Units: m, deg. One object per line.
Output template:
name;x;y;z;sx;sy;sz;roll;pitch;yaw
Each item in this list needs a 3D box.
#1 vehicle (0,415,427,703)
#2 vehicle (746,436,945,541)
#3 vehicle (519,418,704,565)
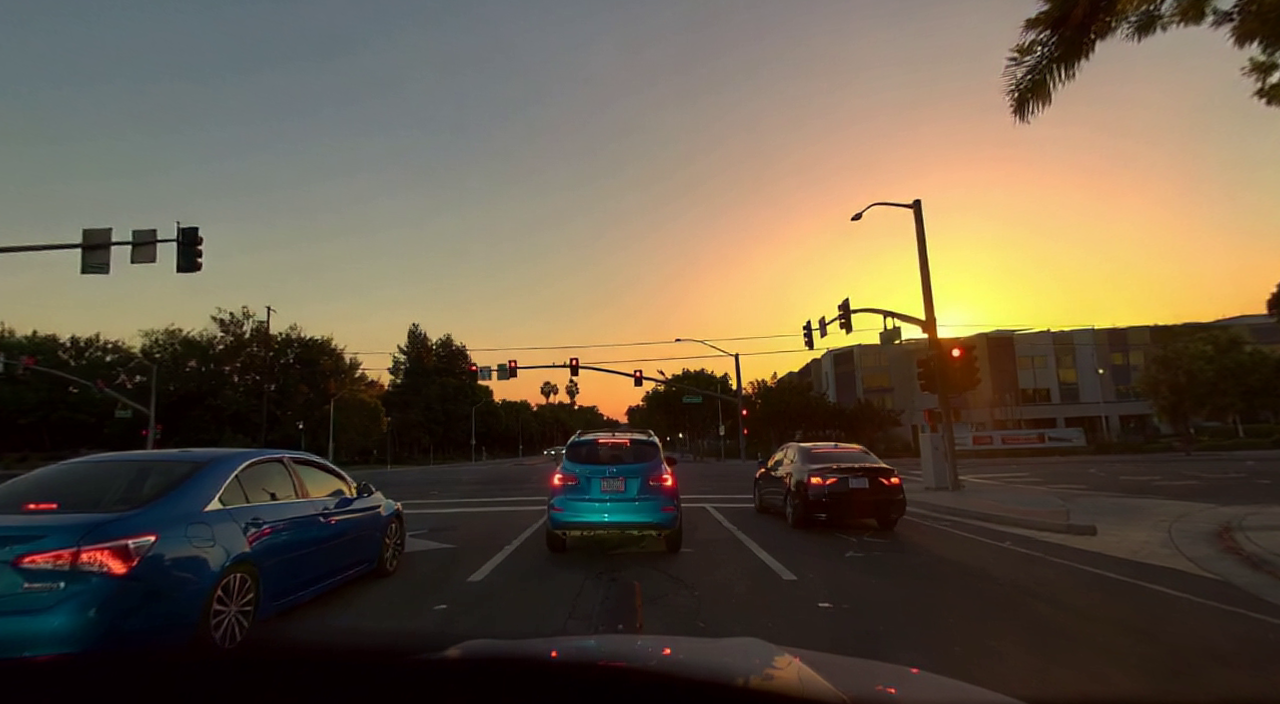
vehicle;-3.578;1.372;5.250;2.052;1.472;4.479;0;-8;0
vehicle;3.276;2.257;11.167;1.970;1.449;4.433;0;-8;-1
vehicle;-0.344;1.824;8.969;2.038;1.599;3.844;0;-8;-1
